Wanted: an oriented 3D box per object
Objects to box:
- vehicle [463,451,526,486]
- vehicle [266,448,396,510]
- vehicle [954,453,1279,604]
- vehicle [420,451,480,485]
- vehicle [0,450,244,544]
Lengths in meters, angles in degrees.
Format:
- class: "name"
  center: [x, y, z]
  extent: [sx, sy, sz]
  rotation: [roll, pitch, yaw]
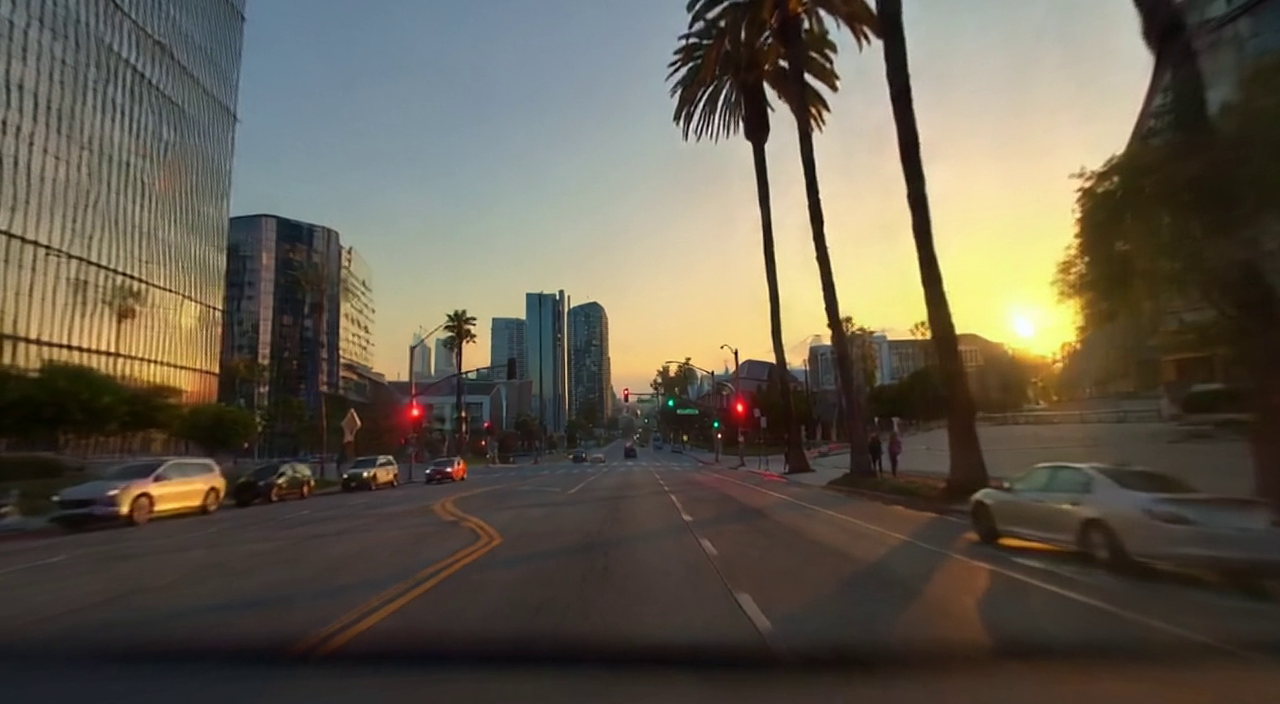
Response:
- class: "vehicle"
  center: [-6.646, 5.340, 29.266]
  extent: [1.868, 1.467, 4.267]
  rotation: [0, -9, 0]
- class: "vehicle"
  center: [-9.722, 3.983, 20.331]
  extent: [1.940, 1.726, 4.395]
  rotation: [0, -9, 0]
- class: "vehicle"
  center: [5.728, 1.946, 7.783]
  extent: [1.784, 1.350, 3.677]
  rotation: [0, -9, 0]
- class: "vehicle"
  center: [-10.182, 6.201, 34.152]
  extent: [1.923, 1.662, 4.318]
  rotation: [0, -9, -1]
- class: "vehicle"
  center: [-13.399, 3.659, 16.809]
  extent: [2.218, 1.822, 5.605]
  rotation: [-6, -9, -1]
